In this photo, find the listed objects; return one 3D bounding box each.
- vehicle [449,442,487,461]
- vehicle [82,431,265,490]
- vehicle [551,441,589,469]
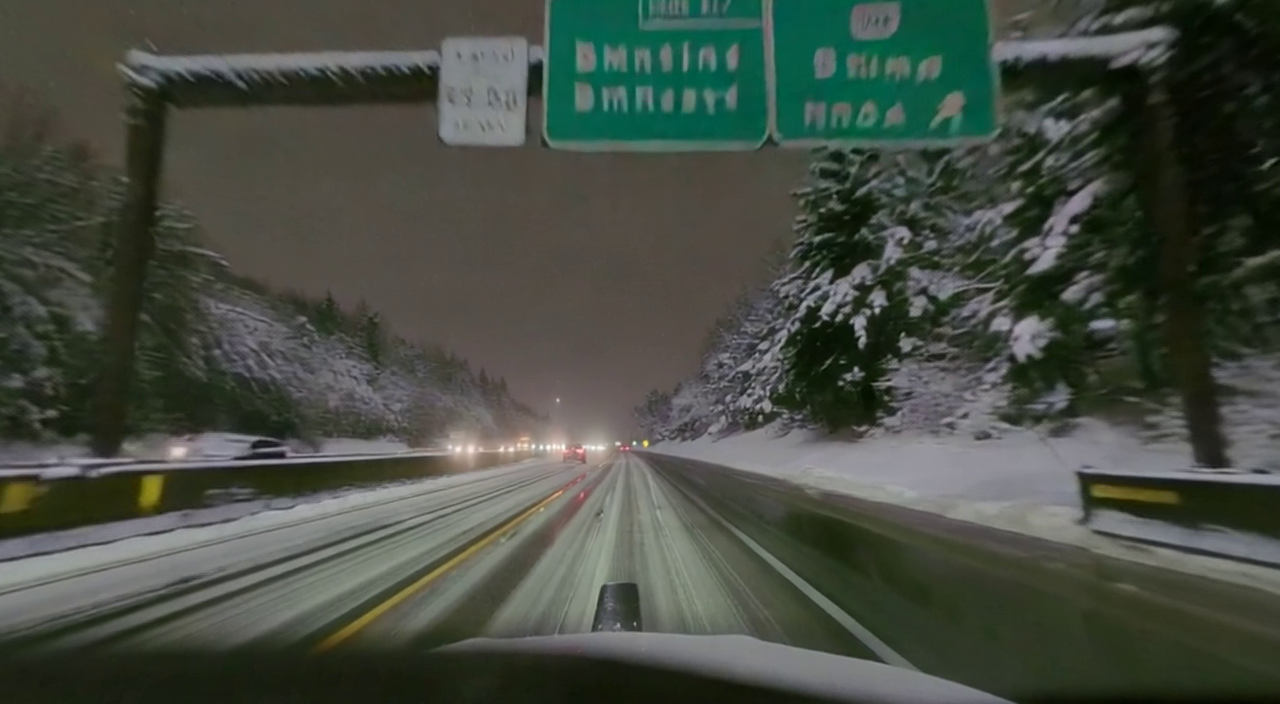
[{"bbox_3d":[-13.580,7.883,49.674,1.906,1.474,4.062,0,-9,0],"label":"vehicle"},{"bbox_3d":[-12.967,3.057,17.854,1.962,1.459,4.239,0,-9,-1],"label":"vehicle"},{"bbox_3d":[-4.512,6.723,41.064,2.098,1.692,4.038,0,-9,-1],"label":"vehicle"}]
